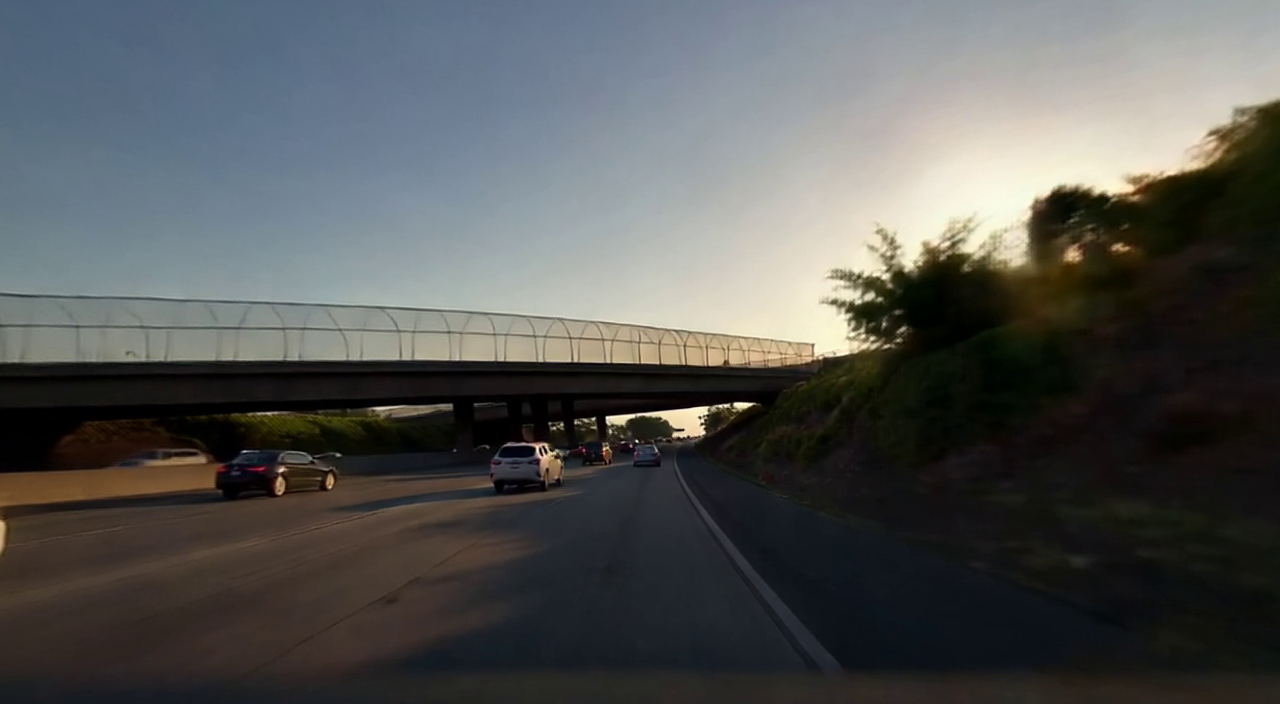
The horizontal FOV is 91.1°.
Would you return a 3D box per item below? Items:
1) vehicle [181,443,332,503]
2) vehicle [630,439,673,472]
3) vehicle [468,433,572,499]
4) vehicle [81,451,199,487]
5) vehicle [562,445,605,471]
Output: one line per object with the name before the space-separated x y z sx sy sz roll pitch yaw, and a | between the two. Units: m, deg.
vehicle | -11.868 3.720 19.852 1.954 1.640 4.339 0 -8 1
vehicle | 0.635 5.560 34.060 2.160 1.678 4.178 0 -8 2
vehicle | -3.431 3.363 19.001 2.161 1.759 4.482 0 -8 1
vehicle | -28.209 6.586 35.707 2.250 1.781 5.205 0 -8 2
vehicle | -3.377 6.416 38.311 1.997 1.490 4.471 0 -8 2
